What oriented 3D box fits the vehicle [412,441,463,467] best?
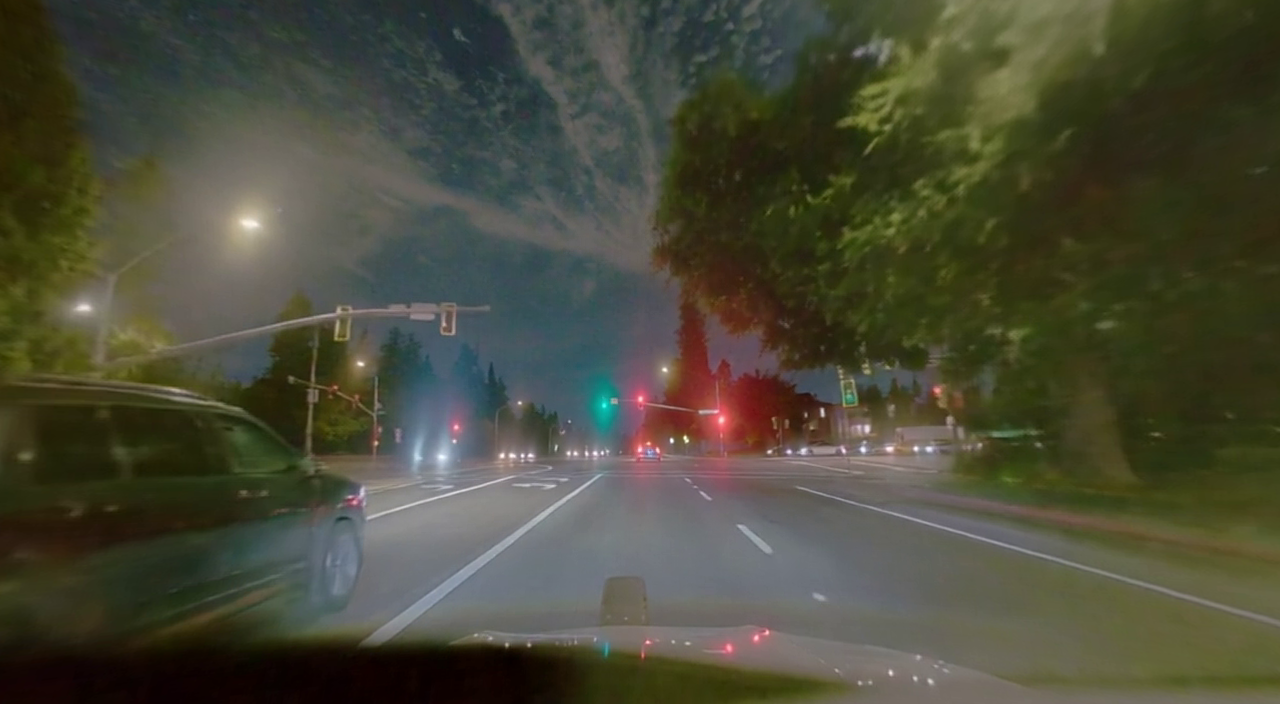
[{"bbox_3d":[-14.773,7.457,46.241,2.138,1.761,4.611,0,-8,1],"label":"vehicle"}]

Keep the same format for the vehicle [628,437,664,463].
[{"bbox_3d":[0.341,6.981,45.026,2.437,1.737,4.420,0,-8,-1],"label":"vehicle"}]

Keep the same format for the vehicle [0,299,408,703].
[{"bbox_3d":[-3.527,0.891,3.347,2.459,1.825,5.380,0,-8,1],"label":"vehicle"}]
